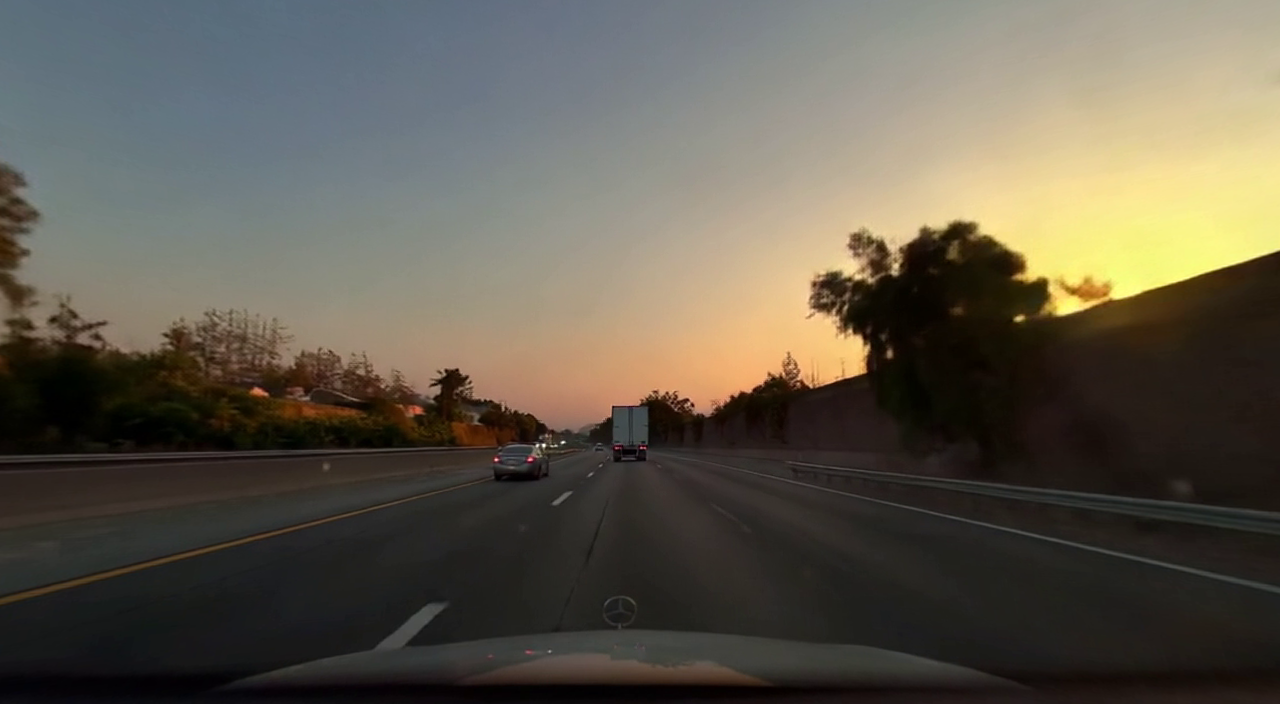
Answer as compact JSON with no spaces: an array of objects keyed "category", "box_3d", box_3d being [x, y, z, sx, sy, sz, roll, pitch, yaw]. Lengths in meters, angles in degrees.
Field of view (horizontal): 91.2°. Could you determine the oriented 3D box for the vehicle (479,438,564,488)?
[{"category":"vehicle","box_3d":[-3.931,3.784,21.599,2.057,1.519,4.372,0,-9,1]}]
